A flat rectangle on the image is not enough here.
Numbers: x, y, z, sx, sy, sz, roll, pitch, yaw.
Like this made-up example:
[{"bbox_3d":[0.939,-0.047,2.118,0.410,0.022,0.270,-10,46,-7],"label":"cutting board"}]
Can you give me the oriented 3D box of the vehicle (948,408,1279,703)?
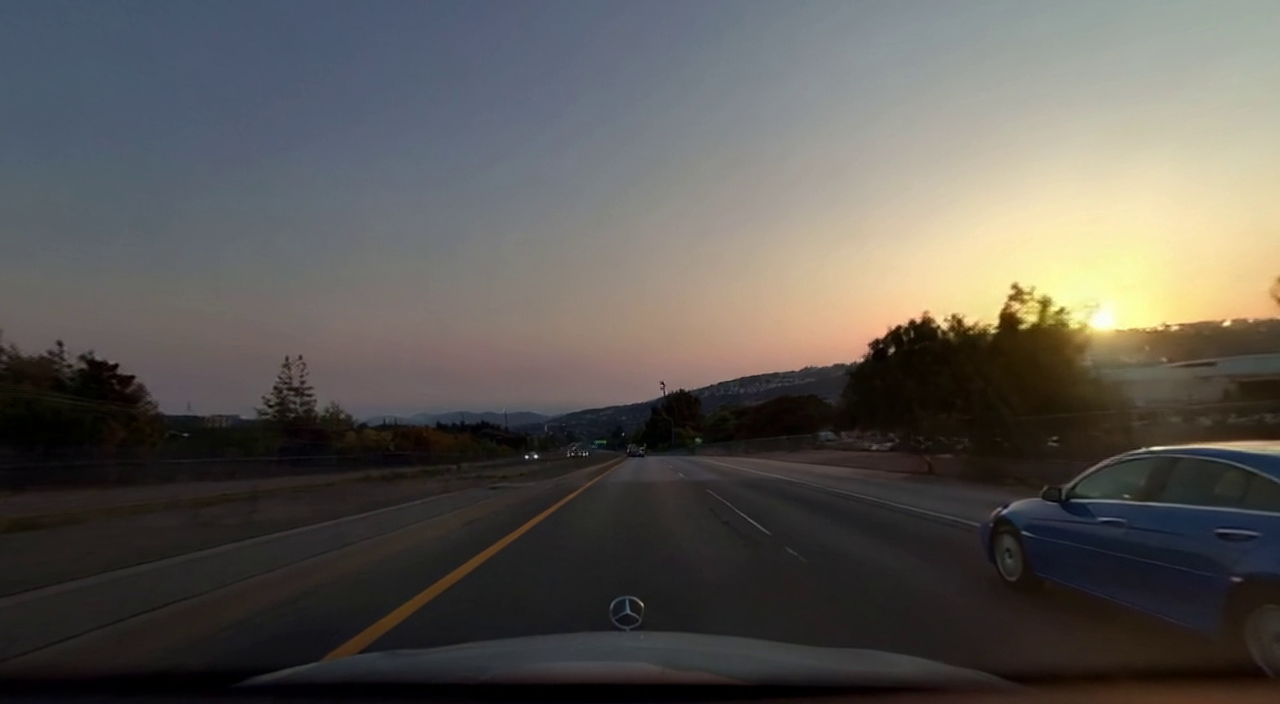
[{"bbox_3d":[4.172,1.149,3.949,2.053,1.490,4.799,0,-8,0],"label":"vehicle"}]
